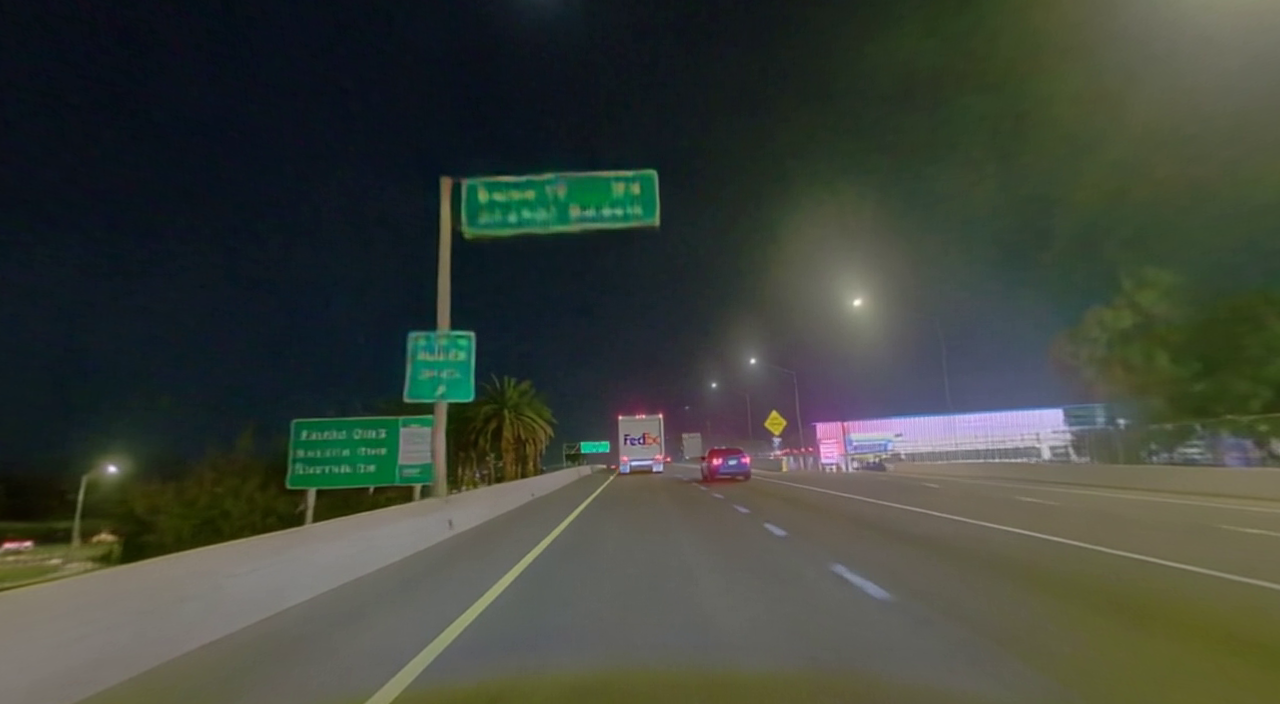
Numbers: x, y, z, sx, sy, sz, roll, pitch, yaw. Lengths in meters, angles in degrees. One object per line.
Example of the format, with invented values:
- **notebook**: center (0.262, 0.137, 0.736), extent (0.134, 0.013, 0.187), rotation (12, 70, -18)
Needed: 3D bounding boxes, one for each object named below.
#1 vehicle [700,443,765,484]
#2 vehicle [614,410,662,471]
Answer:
- **vehicle**: center (3.734, 4.587, 26.185), extent (1.966, 1.558, 4.238), rotation (0, -9, -1)
- **vehicle**: center (-0.231, 6.875, 48.531), extent (3.243, 4.134, 11.656), rotation (0, -9, -1)
